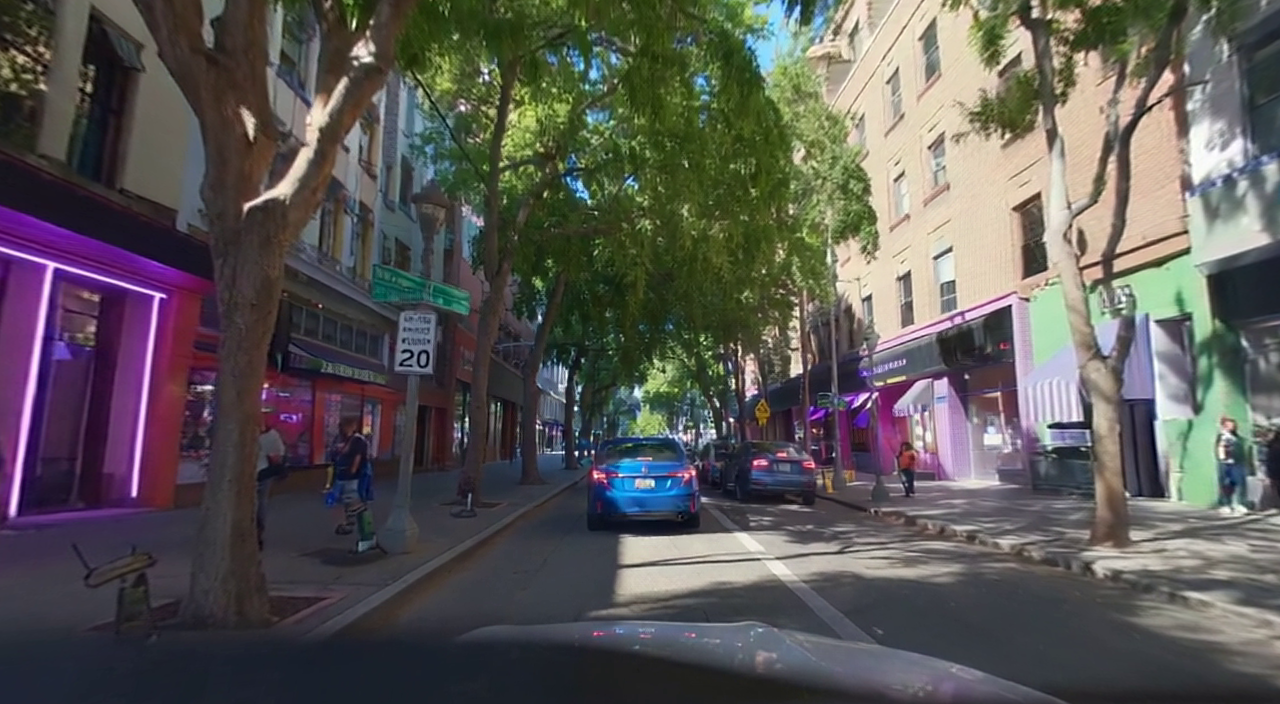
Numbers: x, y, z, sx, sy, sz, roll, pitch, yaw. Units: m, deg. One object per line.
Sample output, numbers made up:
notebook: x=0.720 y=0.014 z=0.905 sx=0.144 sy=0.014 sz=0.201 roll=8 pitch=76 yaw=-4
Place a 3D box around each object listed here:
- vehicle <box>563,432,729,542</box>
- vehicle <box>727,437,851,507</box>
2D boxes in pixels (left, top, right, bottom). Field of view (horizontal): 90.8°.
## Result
vehicle: x=0.033 y=2.156 z=10.758 sx=2.261 sy=1.474 sz=4.130 roll=0 pitch=-8 yaw=-1
vehicle: x=3.629 y=3.009 z=16.311 sx=2.025 sy=1.523 sz=4.426 roll=0 pitch=-9 yaw=-1
